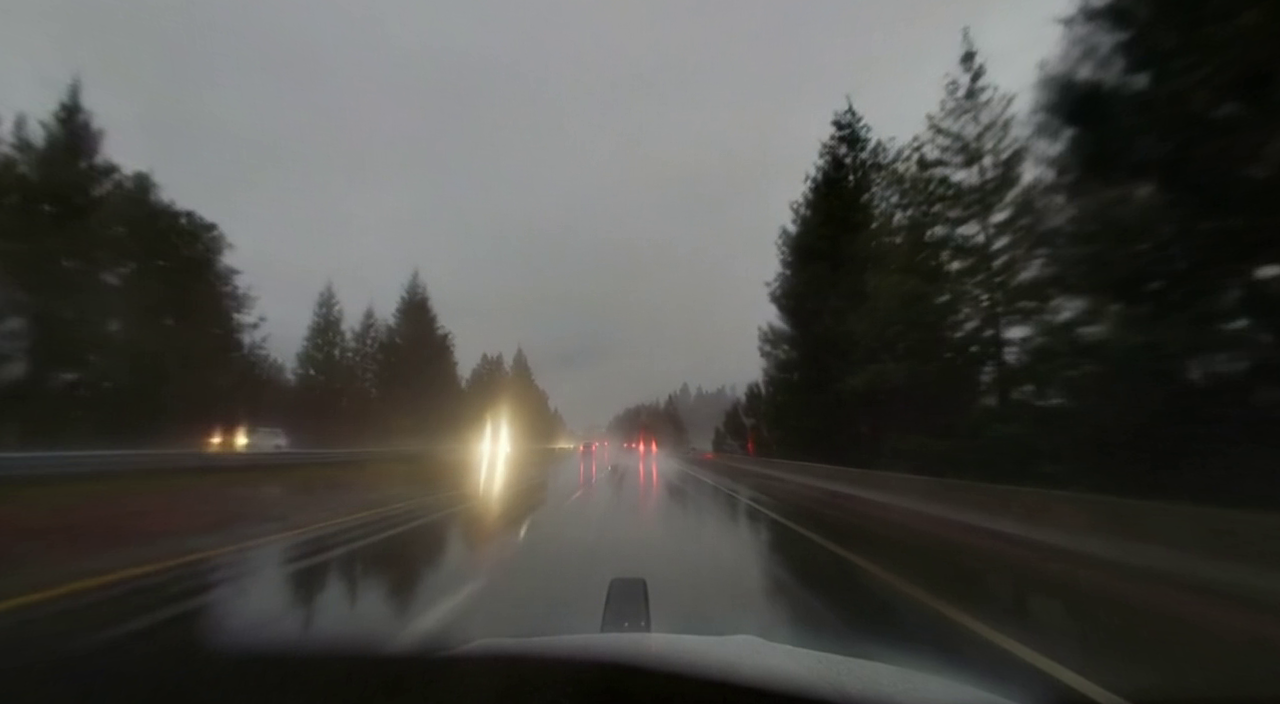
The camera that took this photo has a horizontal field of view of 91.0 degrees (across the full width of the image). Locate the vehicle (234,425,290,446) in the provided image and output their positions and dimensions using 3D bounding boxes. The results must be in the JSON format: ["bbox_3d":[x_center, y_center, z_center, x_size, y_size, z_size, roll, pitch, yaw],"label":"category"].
[{"bbox_3d":[-29.655,6.608,49.508,1.844,1.582,4.193,0,-8,-2],"label":"vehicle"}]
